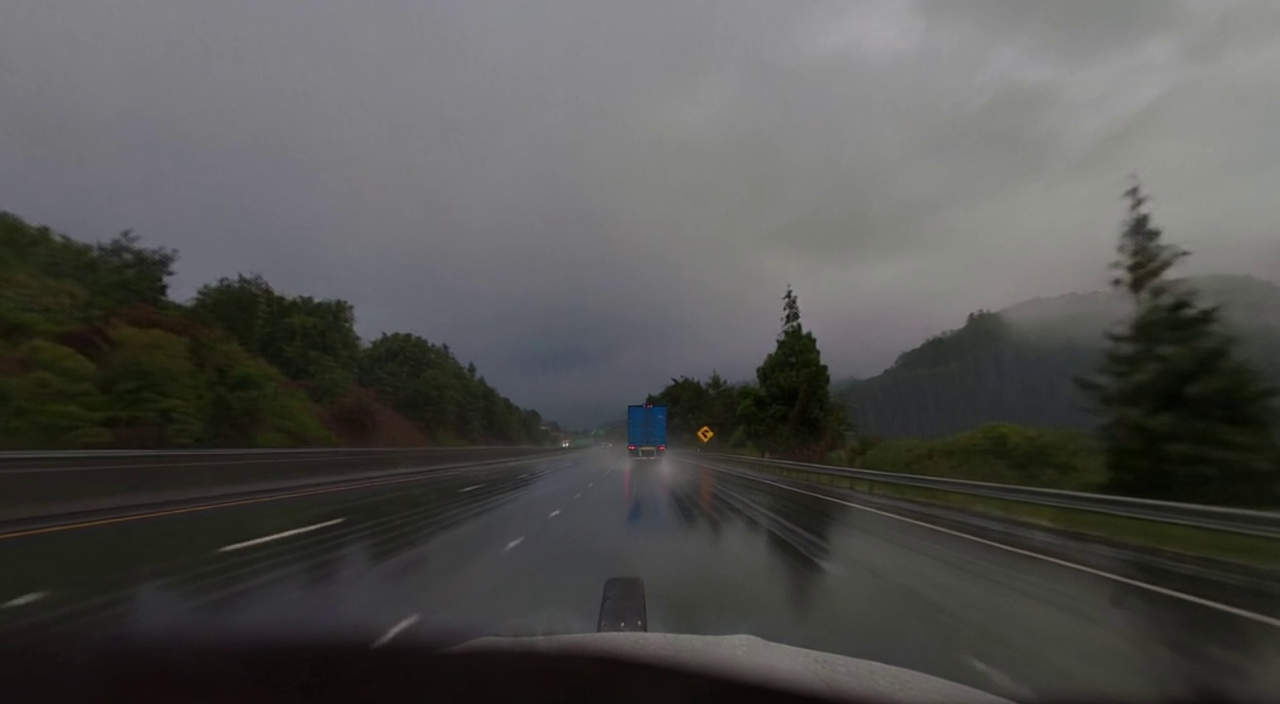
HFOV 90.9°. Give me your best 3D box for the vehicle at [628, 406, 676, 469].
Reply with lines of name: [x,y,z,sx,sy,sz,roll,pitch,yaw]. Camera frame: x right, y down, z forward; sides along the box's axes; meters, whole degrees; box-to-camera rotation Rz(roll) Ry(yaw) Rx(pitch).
vehicle: [0.704,6.311,45.961,3.055,4.009,10.972,0,-9,-1]
